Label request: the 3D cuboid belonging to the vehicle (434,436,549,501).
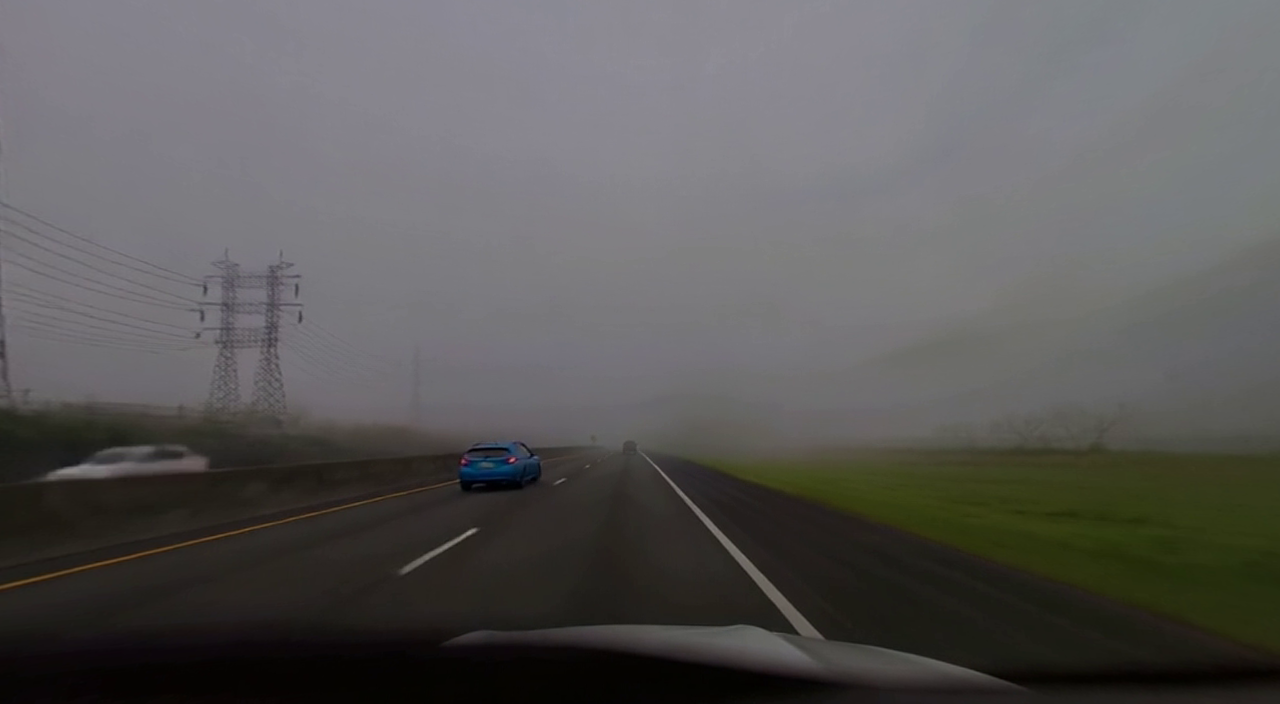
[{"bbox_3d":[-4.058,3.252,18.152,2.158,1.604,4.679,0,-8,0],"label":"vehicle"}]
